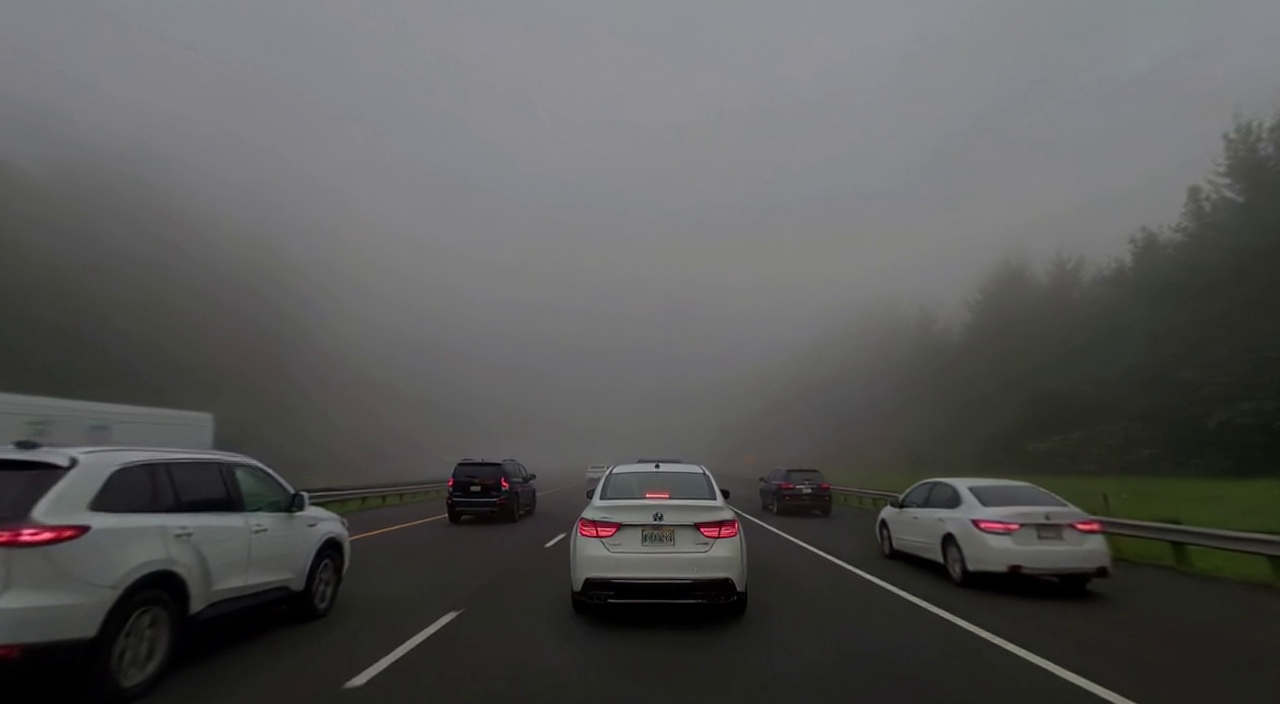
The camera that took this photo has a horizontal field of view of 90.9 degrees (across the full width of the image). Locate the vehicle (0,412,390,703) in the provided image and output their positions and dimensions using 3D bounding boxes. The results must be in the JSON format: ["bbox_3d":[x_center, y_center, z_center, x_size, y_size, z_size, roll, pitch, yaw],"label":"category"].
[{"bbox_3d":[-3.920,1.442,5.064,1.994,1.556,4.263,1,-11,1],"label":"vehicle"}]

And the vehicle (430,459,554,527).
[{"bbox_3d":[-3.681,3.636,16.695,1.960,1.502,4.593,0,-11,3],"label":"vehicle"}]

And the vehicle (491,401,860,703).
[{"bbox_3d":[0.182,1.536,5.682,2.057,1.725,4.126,1,-11,-1],"label":"vehicle"}]

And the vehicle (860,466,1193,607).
[{"bbox_3d":[4.686,2.282,8.602,1.870,1.382,4.287,1,-11,1],"label":"vehicle"}]
